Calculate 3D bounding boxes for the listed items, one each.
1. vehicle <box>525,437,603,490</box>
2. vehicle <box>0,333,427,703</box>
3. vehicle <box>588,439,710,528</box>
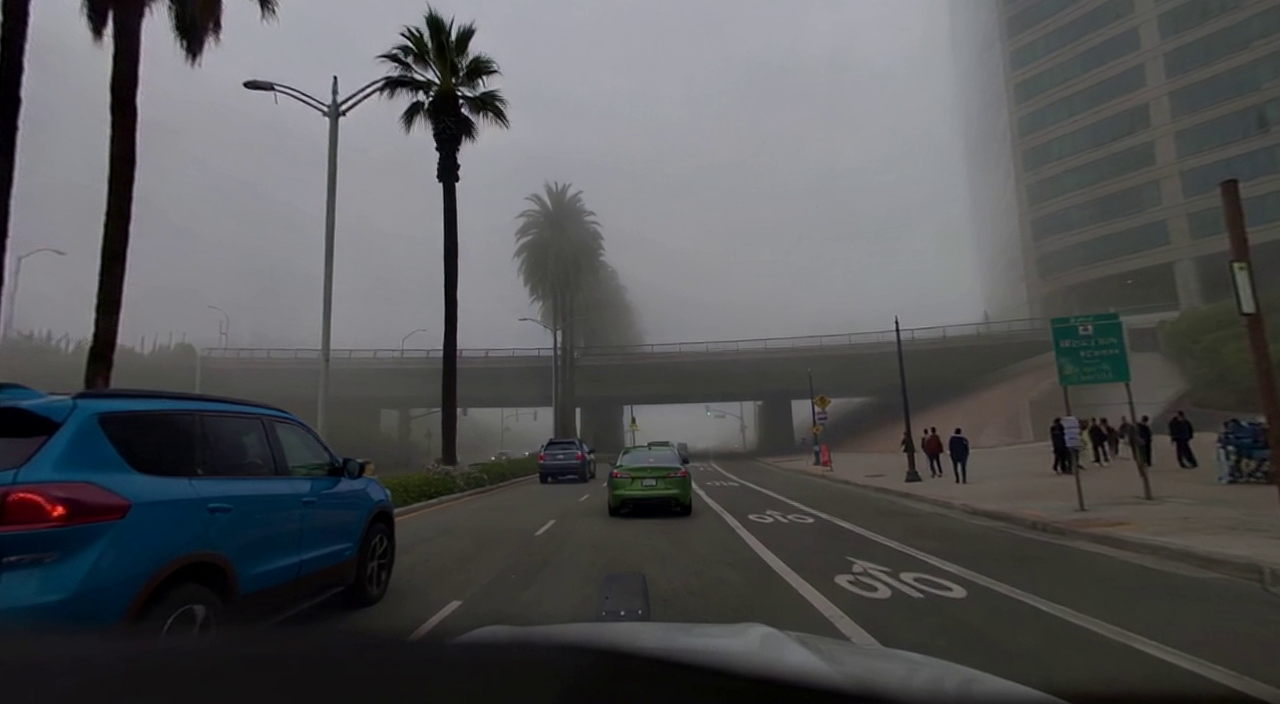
[{"bbox_3d":[-2.531,3.861,22.190,1.955,1.637,4.032,-1,-9,4],"label":"vehicle"},{"bbox_3d":[-3.166,1.074,3.928,2.014,1.740,4.359,0,-8,2],"label":"vehicle"},{"bbox_3d":[0.164,2.508,12.681,2.036,1.461,4.129,0,-8,0],"label":"vehicle"}]
